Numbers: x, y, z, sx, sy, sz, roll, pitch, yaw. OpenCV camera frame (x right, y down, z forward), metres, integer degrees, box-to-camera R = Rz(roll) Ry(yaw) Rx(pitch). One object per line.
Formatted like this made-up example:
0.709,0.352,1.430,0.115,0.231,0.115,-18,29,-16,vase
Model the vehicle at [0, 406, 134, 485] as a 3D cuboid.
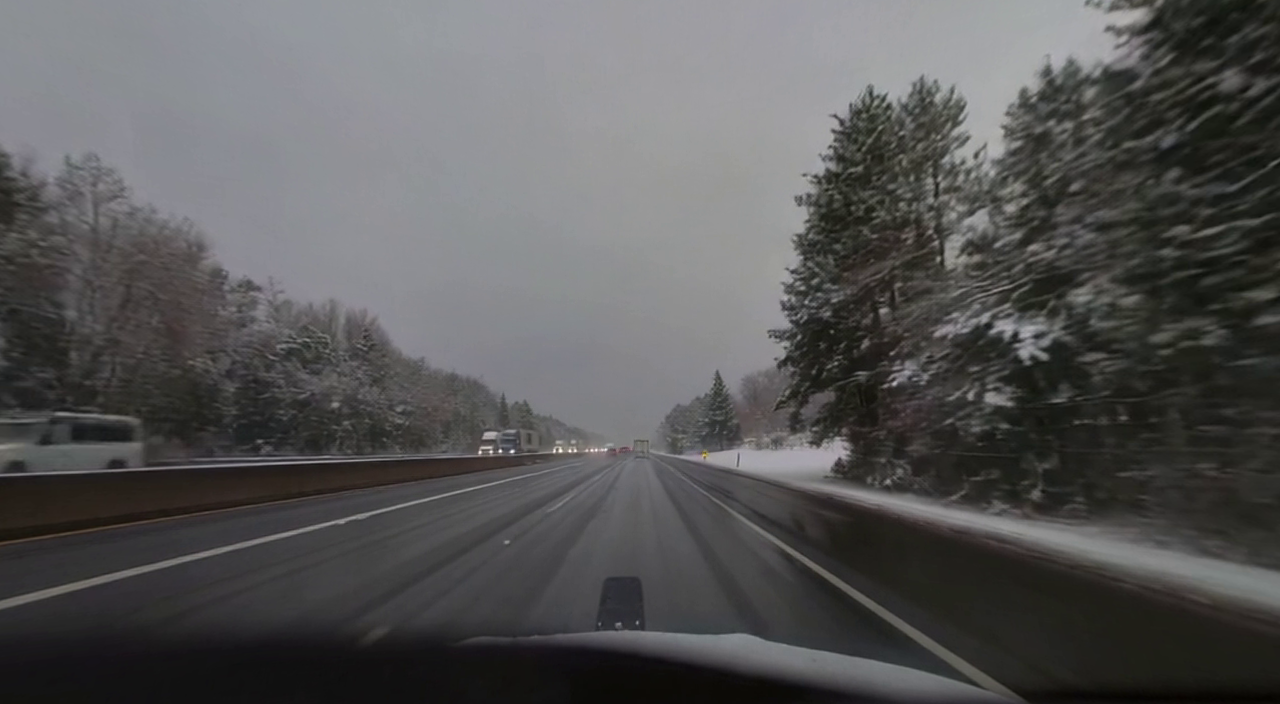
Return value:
-19.030,2.913,19.550,2.371,2.191,5.138,0,-9,0,vehicle
